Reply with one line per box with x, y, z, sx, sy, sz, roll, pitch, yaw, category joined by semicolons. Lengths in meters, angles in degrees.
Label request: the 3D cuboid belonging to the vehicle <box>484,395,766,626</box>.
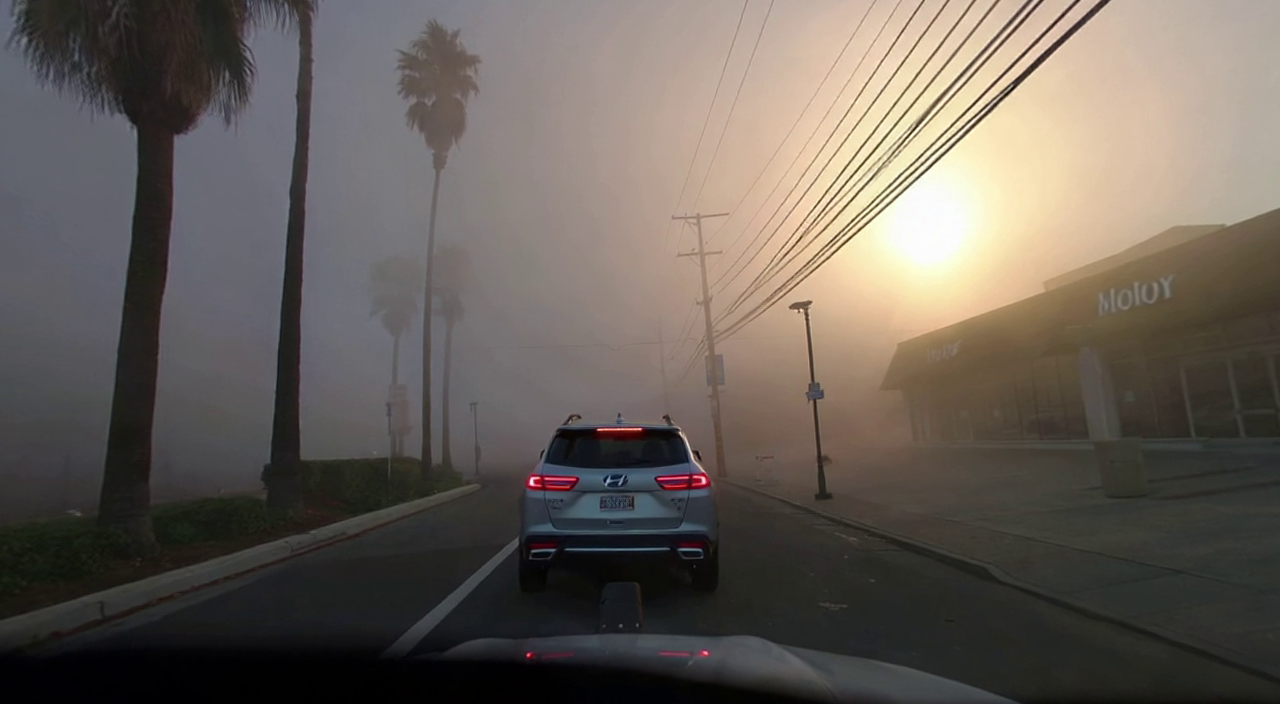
-0.194;1.456;6.686;2.105;1.702;3.750;0;-8;-3;vehicle
